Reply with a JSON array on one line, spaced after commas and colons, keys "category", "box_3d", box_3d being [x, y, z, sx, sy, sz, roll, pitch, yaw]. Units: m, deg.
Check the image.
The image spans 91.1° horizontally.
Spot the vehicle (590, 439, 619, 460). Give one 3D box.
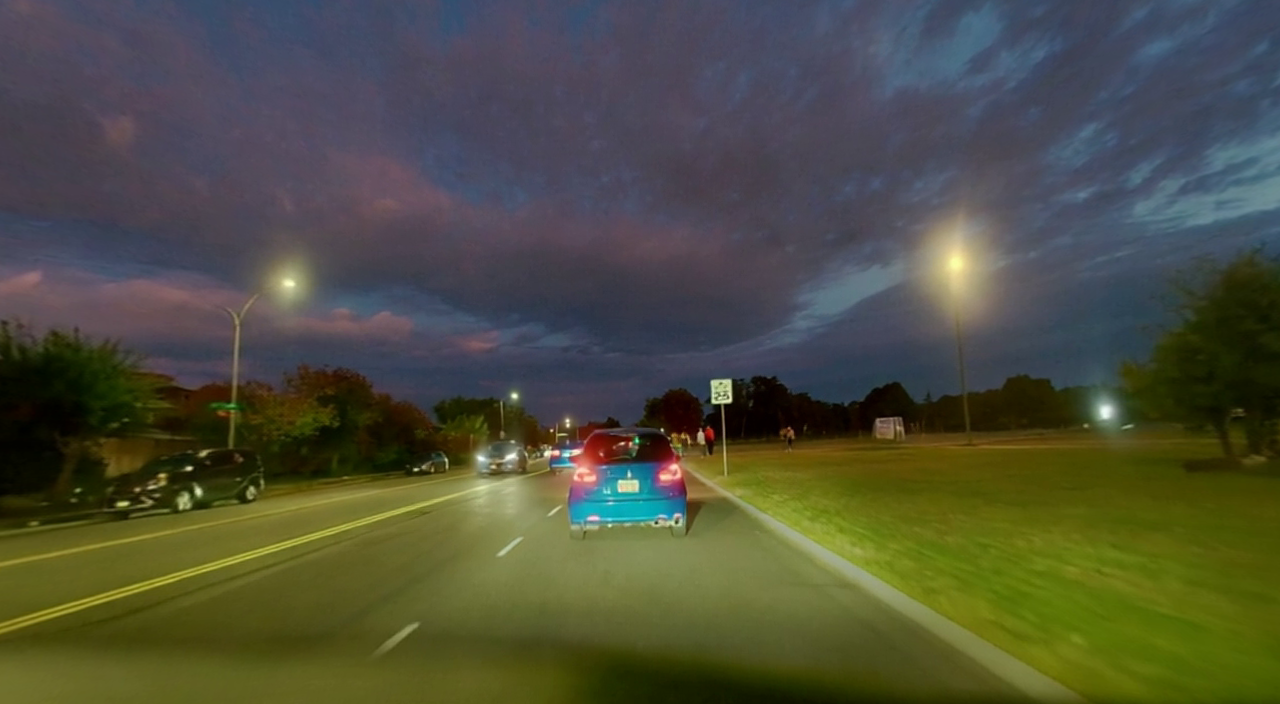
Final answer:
[{"category": "vehicle", "box_3d": [-2.726, 7.570, 48.815, 2.007, 1.615, 3.758, 0, -8, 1]}]

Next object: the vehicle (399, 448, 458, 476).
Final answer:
[{"category": "vehicle", "box_3d": [-12.197, 6.349, 36.498, 1.887, 1.469, 4.691, 0, -9, -1]}]

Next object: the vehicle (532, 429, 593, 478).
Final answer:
[{"category": "vehicle", "box_3d": [-3.078, 4.134, 25.703, 1.908, 1.809, 4.230, 0, -8, 1]}]

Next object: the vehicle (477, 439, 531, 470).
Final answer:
[{"category": "vehicle", "box_3d": [-8.442, 6.382, 39.444, 2.060, 1.785, 5.303, 0, -8, 1]}]

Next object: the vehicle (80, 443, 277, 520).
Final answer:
[{"category": "vehicle", "box_3d": [-12.368, 3.434, 17.318, 1.928, 1.800, 4.632, 0, -8, -1]}]
